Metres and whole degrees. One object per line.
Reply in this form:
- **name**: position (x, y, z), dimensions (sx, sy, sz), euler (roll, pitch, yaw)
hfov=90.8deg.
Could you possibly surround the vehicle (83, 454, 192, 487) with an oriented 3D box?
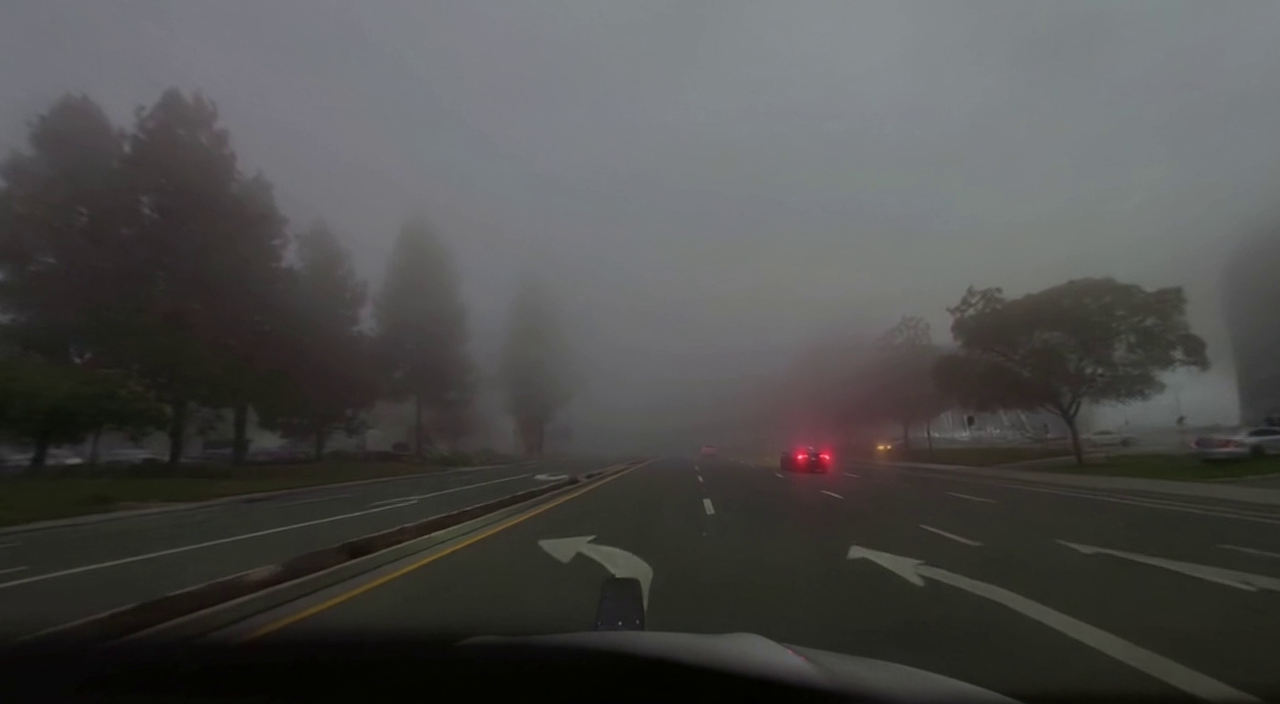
- **vehicle**: position (-24.773, 5.823, 31.368), dimensions (1.786, 1.429, 4.101), euler (-1, -8, 5)

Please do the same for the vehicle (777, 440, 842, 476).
- **vehicle**: position (8.275, 5.188, 31.241), dimensions (2.181, 1.639, 4.127), euler (-1, -8, 3)

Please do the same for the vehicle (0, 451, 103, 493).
- **vehicle**: position (-29.761, 5.877, 31.379), dimensions (1.921, 1.778, 4.622), euler (0, -8, 2)

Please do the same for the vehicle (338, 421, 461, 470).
- **vehicle**: position (-18.340, 7.197, 48.505), dimensions (8.324, 3.550, 2.670), euler (-1, -9, 3)

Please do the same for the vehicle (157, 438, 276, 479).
- **vehicle**: position (-25.377, 6.402, 38.023), dimensions (5.472, 2.114, 2.482), euler (-3, -9, 4)

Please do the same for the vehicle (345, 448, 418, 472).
- **vehicle**: position (-17.481, 7.325, 42.838), dimensions (4.259, 1.396, 1.815), euler (-4, -8, 8)

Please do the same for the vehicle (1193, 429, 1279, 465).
- **vehicle**: position (25.555, 3.885, 25.996), dimensions (3.881, 1.410, 1.702), euler (-1, -8, 2)
